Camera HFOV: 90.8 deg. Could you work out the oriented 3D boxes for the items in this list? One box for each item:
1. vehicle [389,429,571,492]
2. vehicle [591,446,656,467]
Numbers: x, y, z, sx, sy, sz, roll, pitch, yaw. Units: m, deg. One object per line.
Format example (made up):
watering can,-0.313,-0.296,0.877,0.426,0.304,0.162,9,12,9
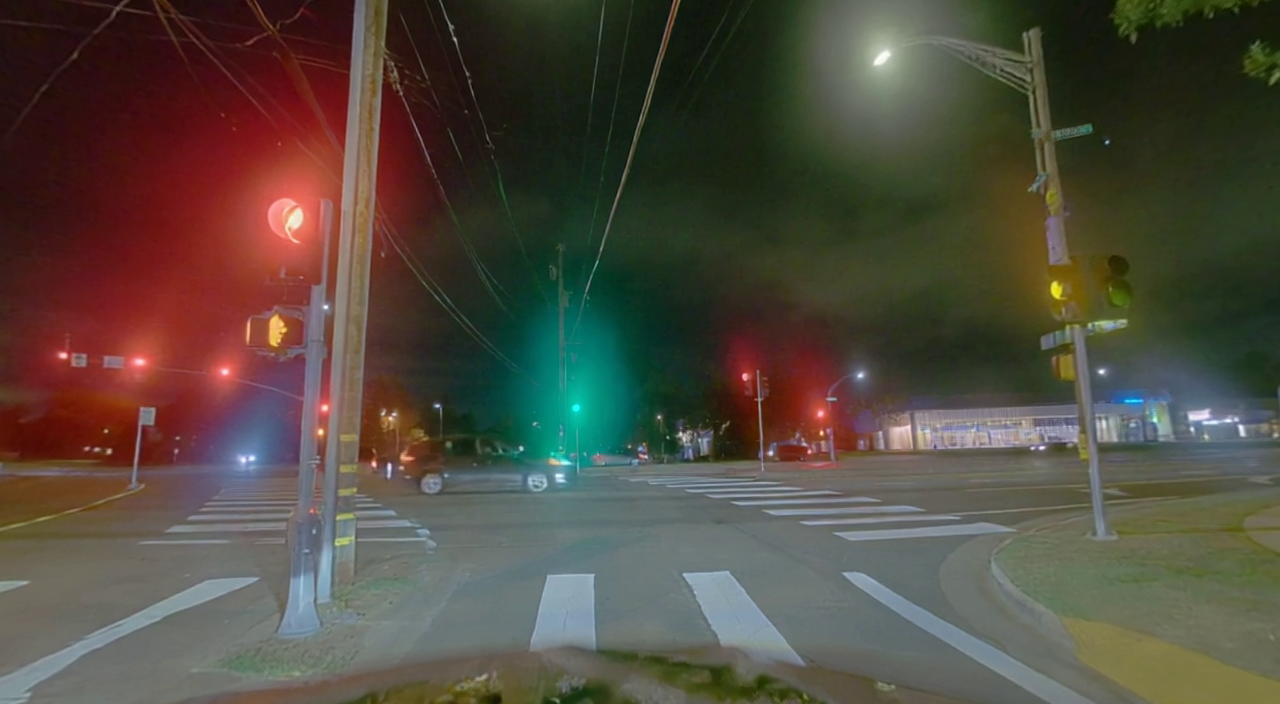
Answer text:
vehicle,-4.355,3.035,17.816,4.530,1.648,2.075,0,-8,0
vehicle,-1.152,7.548,45.816,4.391,1.451,1.717,4,-9,-26
